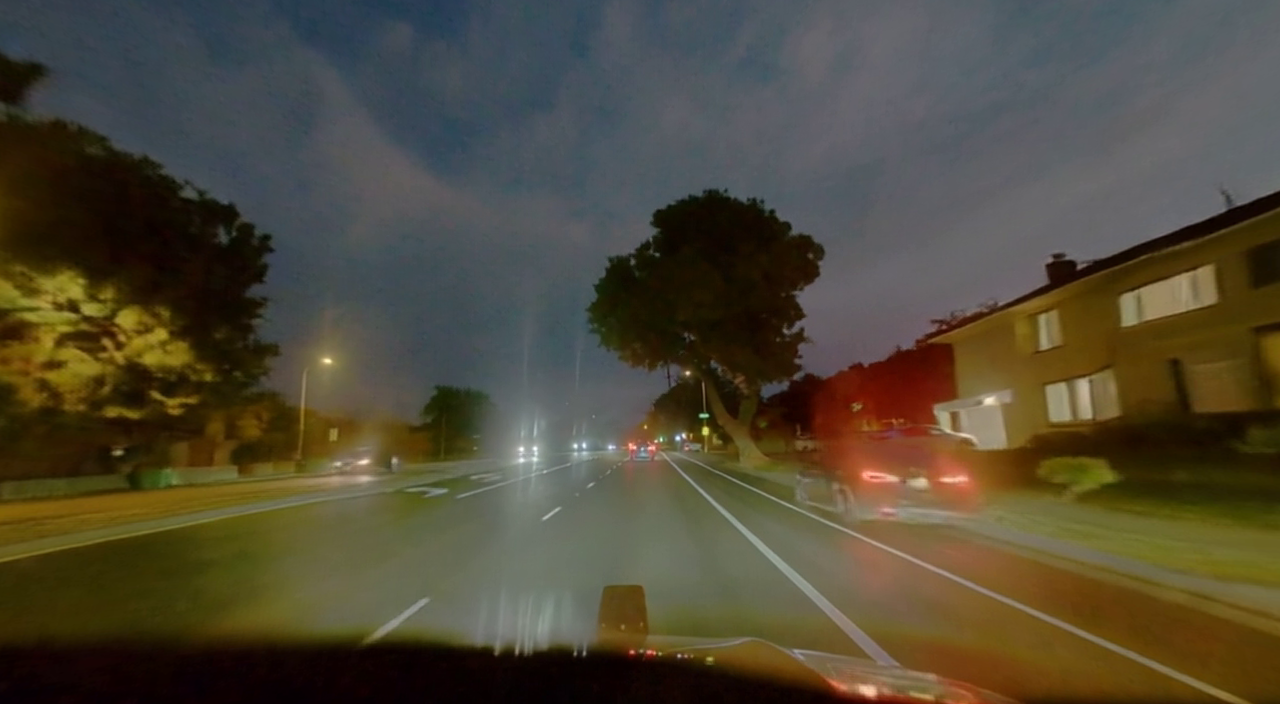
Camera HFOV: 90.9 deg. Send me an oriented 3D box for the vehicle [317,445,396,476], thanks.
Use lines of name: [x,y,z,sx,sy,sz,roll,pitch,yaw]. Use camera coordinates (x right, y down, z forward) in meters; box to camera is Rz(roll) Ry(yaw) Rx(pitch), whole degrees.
vehicle: [-14.107,5.388,31.634,1.937,1.386,4.354,-2,-9,1]

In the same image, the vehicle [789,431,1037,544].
vehicle: [4.202,2.171,10.860,2.080,1.469,4.898,0,-9,0]

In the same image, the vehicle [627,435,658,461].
vehicle: [0.178,6.539,42.973,2.024,1.655,4.301,0,-9,0]
